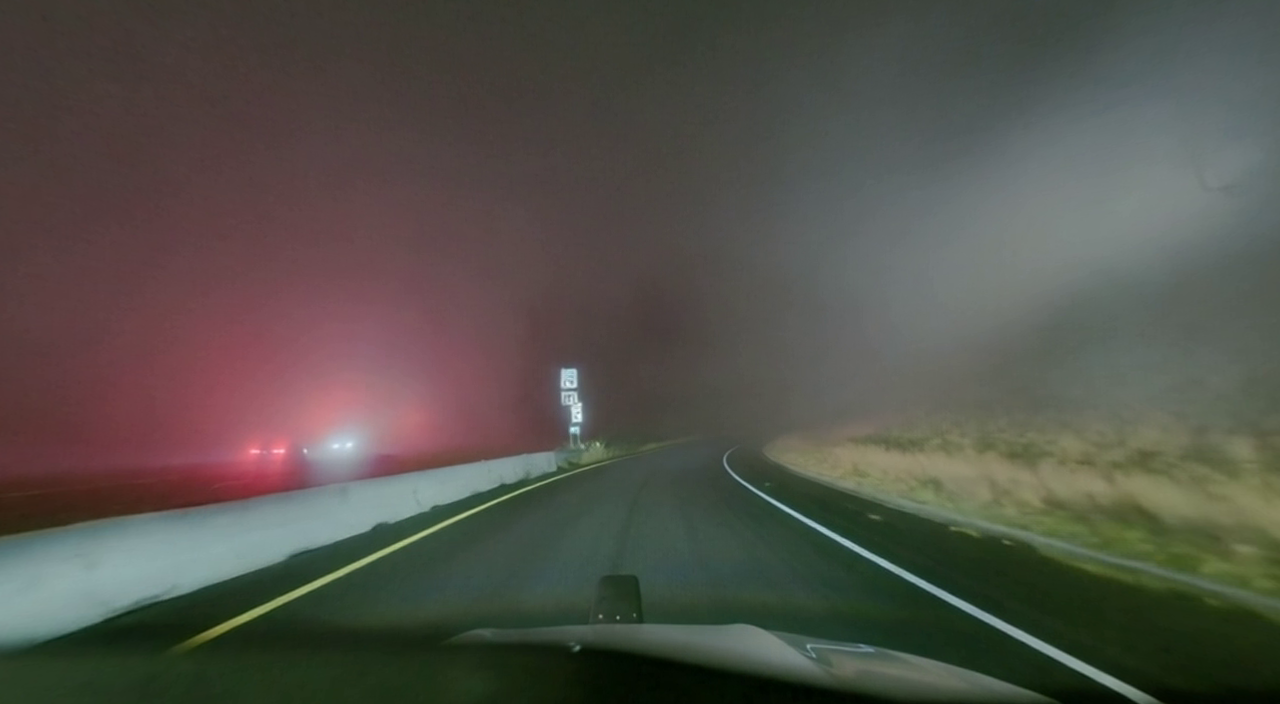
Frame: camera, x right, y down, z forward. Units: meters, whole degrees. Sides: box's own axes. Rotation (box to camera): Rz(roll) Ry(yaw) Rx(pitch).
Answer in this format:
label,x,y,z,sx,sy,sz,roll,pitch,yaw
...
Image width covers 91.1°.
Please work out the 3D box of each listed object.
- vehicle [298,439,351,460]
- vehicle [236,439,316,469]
label,x,y,z,sx,sy,sz,roll,pitch,yaw
vehicle,-23.864,7.365,47.732,1.880,1.509,4.775,0,-8,-5
vehicle,-18.567,5.186,32.284,1.895,1.451,4.168,0,-8,-5
